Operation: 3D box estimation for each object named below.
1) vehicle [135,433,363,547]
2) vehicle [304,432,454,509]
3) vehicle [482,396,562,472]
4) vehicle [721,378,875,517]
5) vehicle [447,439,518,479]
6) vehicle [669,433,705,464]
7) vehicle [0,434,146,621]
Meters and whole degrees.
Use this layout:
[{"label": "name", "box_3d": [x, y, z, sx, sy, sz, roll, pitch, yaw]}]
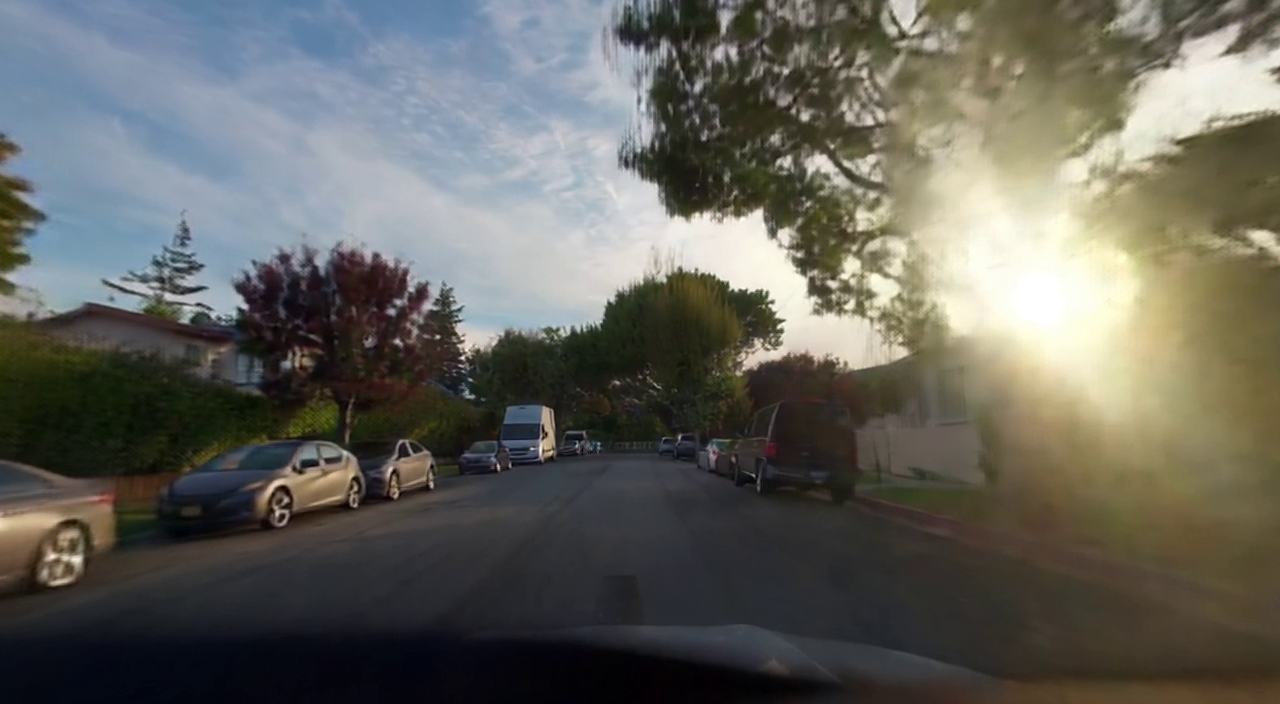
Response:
[{"label": "vehicle", "box_3d": [-6.269, 2.174, 10.627, 1.758, 1.519, 3.396, -2, -7, -2]}, {"label": "vehicle", "box_3d": [-6.174, 2.833, 15.559, 1.818, 1.563, 4.483, -2, -8, 0]}, {"label": "vehicle", "box_3d": [-6.249, 4.512, 34.721, 2.896, 3.648, 8.004, 0, -8, 0]}, {"label": "vehicle", "box_3d": [3.256, 2.070, 14.173, 2.215, 2.542, 4.550, -2, -7, 0]}, {"label": "vehicle", "box_3d": [-6.383, 4.336, 25.972, 1.921, 1.470, 4.068, 0, -8, -1]}, {"label": "vehicle", "box_3d": [2.989, 6.270, 41.210, 1.965, 1.855, 4.677, 0, -8, 0]}, {"label": "vehicle", "box_3d": [-6.239, 1.443, 4.435, 1.901, 1.472, 4.676, -2, -5, -2]}]
